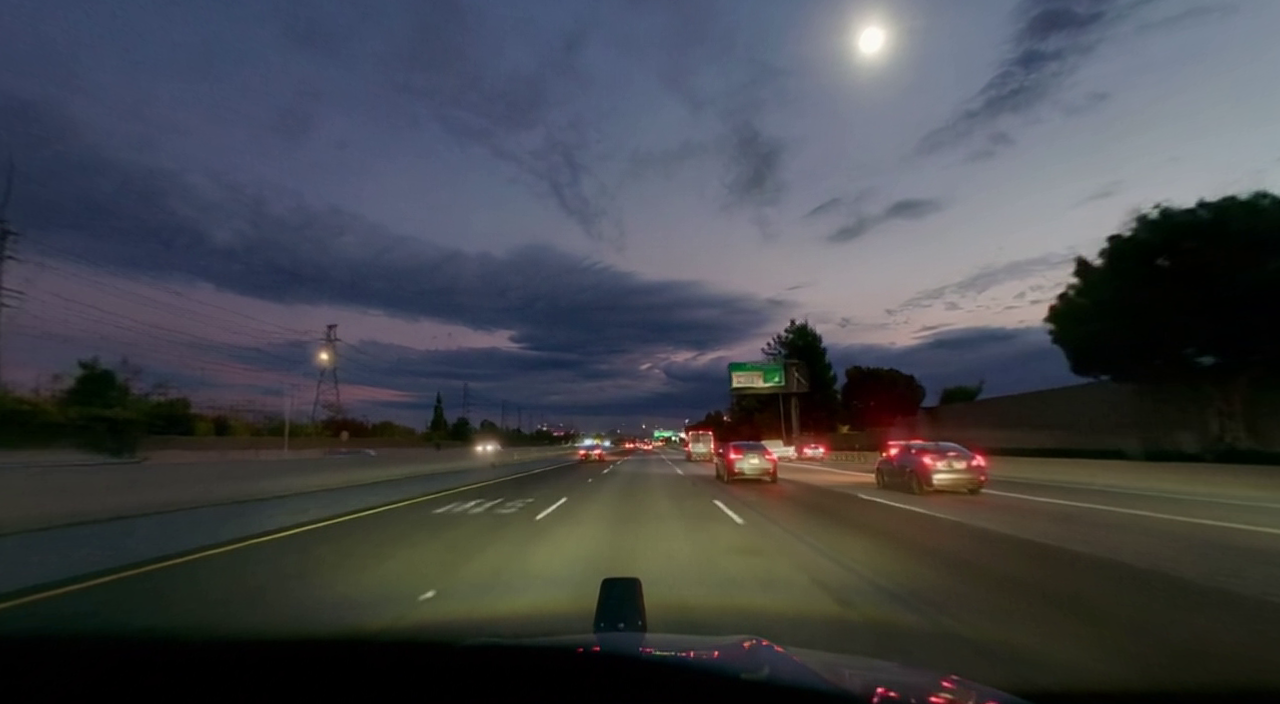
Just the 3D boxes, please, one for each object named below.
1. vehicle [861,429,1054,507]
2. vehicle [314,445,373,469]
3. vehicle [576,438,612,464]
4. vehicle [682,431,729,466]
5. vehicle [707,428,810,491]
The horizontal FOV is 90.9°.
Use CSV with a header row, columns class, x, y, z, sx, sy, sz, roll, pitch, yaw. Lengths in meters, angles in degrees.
class,x,y,z,sx,sy,sz,roll,pitch,yaw
vehicle,7.093,2.631,14.845,1.988,1.518,4.856,0,-8,0
vehicle,-18.694,6.602,39.943,1.824,1.410,3.744,-1,-8,1
vehicle,-3.210,7.020,44.919,2.106,1.682,4.395,-1,-8,2
vehicle,4.028,6.046,39.845,2.442,2.022,5.466,0,-8,0
vehicle,3.338,3.148,18.817,2.146,1.639,4.475,0,-8,-1
